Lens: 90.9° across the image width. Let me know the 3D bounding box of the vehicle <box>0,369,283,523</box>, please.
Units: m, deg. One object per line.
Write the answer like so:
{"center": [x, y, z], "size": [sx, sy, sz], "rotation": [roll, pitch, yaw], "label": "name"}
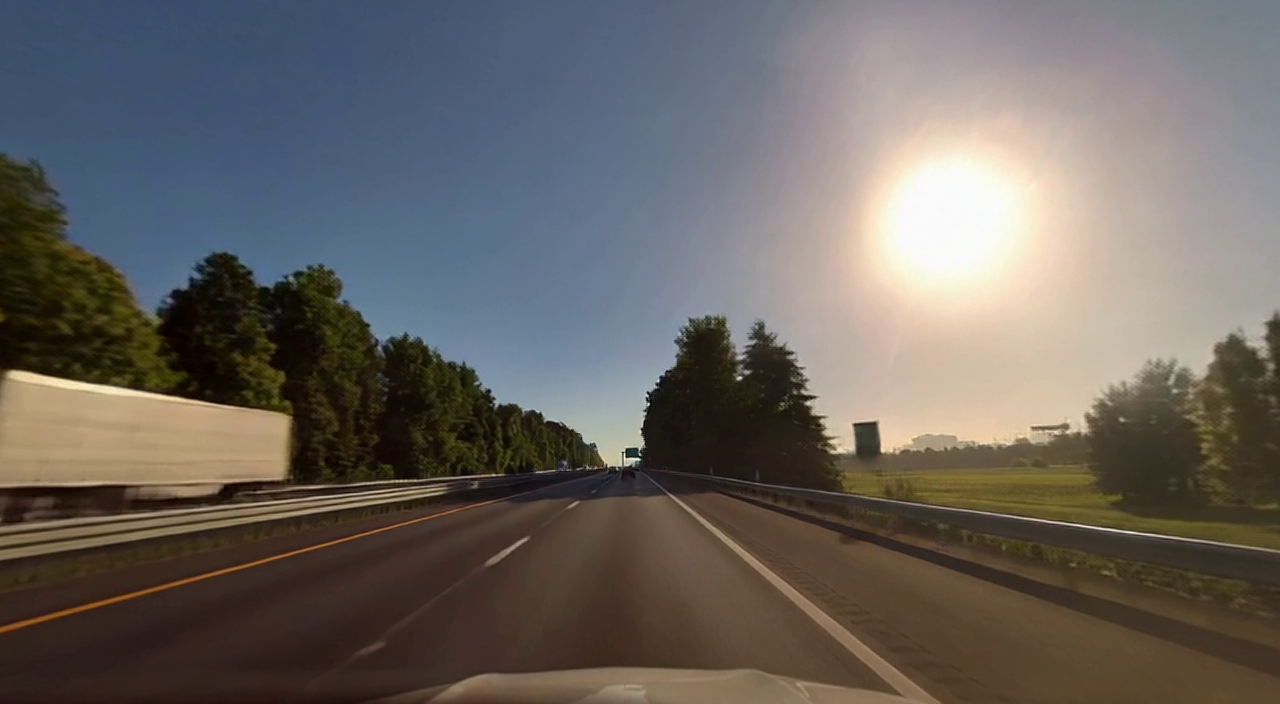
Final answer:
{"center": [-16.696, 3.033, 19.318], "size": [3.250, 3.556, 14.302], "rotation": [1, -11, -1], "label": "vehicle"}
